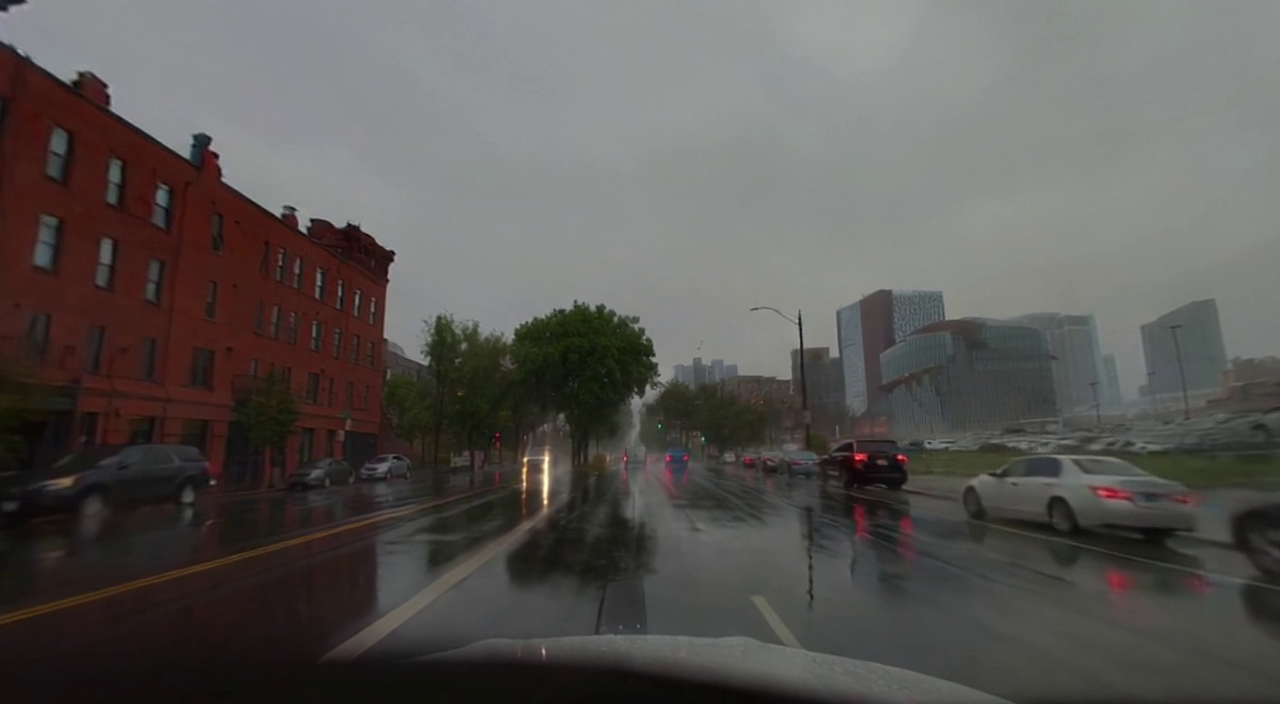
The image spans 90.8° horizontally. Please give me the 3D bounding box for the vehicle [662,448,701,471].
[{"bbox_3d":[2.742,7.297,43.179,2.238,1.499,4.964,0,-8,-1],"label":"vehicle"}]

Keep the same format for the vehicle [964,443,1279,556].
[{"bbox_3d":[7.863,2.376,10.941,2.018,1.489,4.620,-1,-9,0],"label":"vehicle"}]

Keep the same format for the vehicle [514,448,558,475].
[{"bbox_3d":[-6.532,6.891,40.039,2.048,1.615,4.453,0,-9,0],"label":"vehicle"}]

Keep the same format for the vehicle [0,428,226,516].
[{"bbox_3d":[-14.327,3.338,17.343,2.330,2.013,5.310,0,-12,-1],"label":"vehicle"}]

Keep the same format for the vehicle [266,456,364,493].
[{"bbox_3d":[-14.990,5.665,29.487,1.953,1.456,4.690,0,-8,2],"label":"vehicle"}]

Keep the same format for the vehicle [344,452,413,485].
[{"bbox_3d":[-15.128,6.727,36.820,2.063,1.735,4.317,0,-8,1],"label":"vehicle"}]

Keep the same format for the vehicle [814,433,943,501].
[{"bbox_3d":[7.897,3.867,21.618,2.305,1.984,5.002,-1,-9,-1],"label":"vehicle"}]

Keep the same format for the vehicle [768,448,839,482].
[{"bbox_3d":[7.847,5.480,30.860,2.030,1.444,4.832,-1,-9,-2],"label":"vehicle"}]
